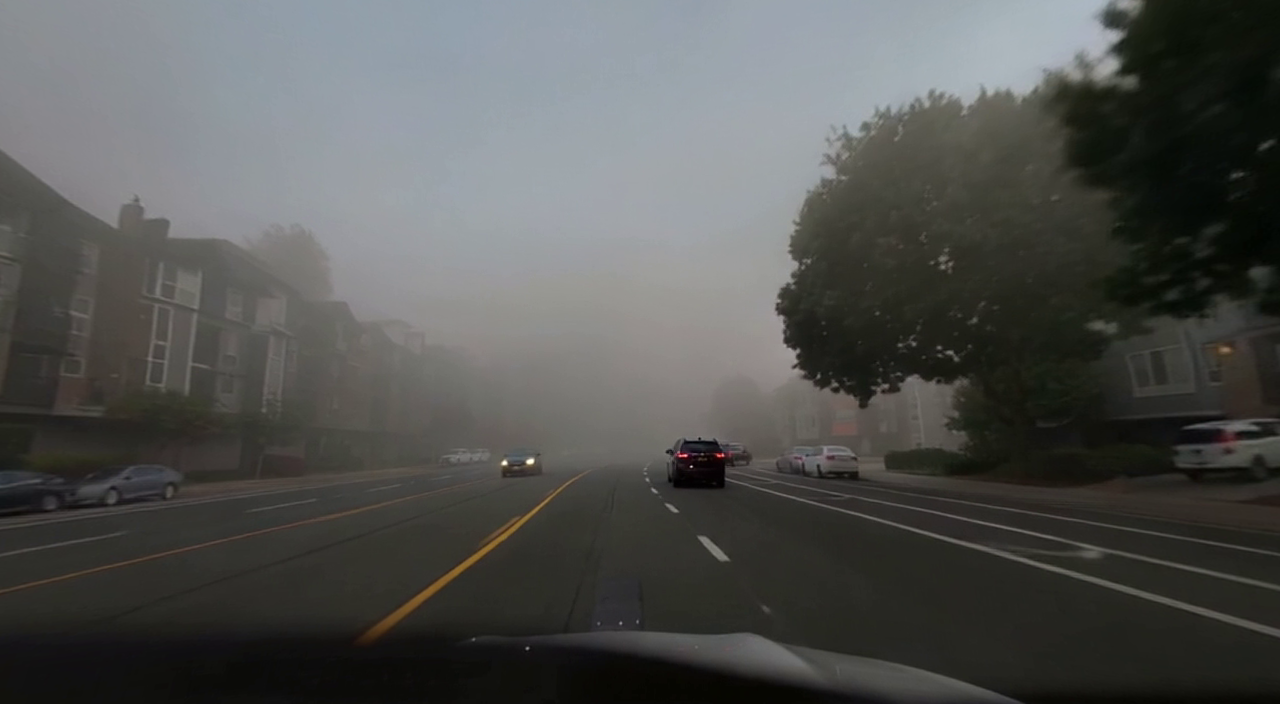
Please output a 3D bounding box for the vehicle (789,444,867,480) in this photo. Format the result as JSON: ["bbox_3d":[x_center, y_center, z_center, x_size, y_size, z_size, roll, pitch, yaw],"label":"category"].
[{"bbox_3d":[8.493,4.993,29.041,1.996,1.474,4.771,0,-8,-2],"label":"vehicle"}]

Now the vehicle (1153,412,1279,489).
[{"bbox_3d":[16.251,2.415,15.628,5.007,1.793,2.031,-2,-9,12],"label":"vehicle"}]

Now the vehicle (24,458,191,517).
[{"bbox_3d":[-18.316,4.627,22.078,1.937,1.612,4.515,-1,-7,-1],"label":"vehicle"}]

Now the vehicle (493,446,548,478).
[{"bbox_3d":[-5.886,5.448,31.624,1.958,1.501,4.294,0,-8,-1],"label":"vehicle"}]

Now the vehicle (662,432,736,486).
[{"bbox_3d":[2.006,3.824,22.898,2.085,1.763,4.490,0,-8,-2],"label":"vehicle"}]
